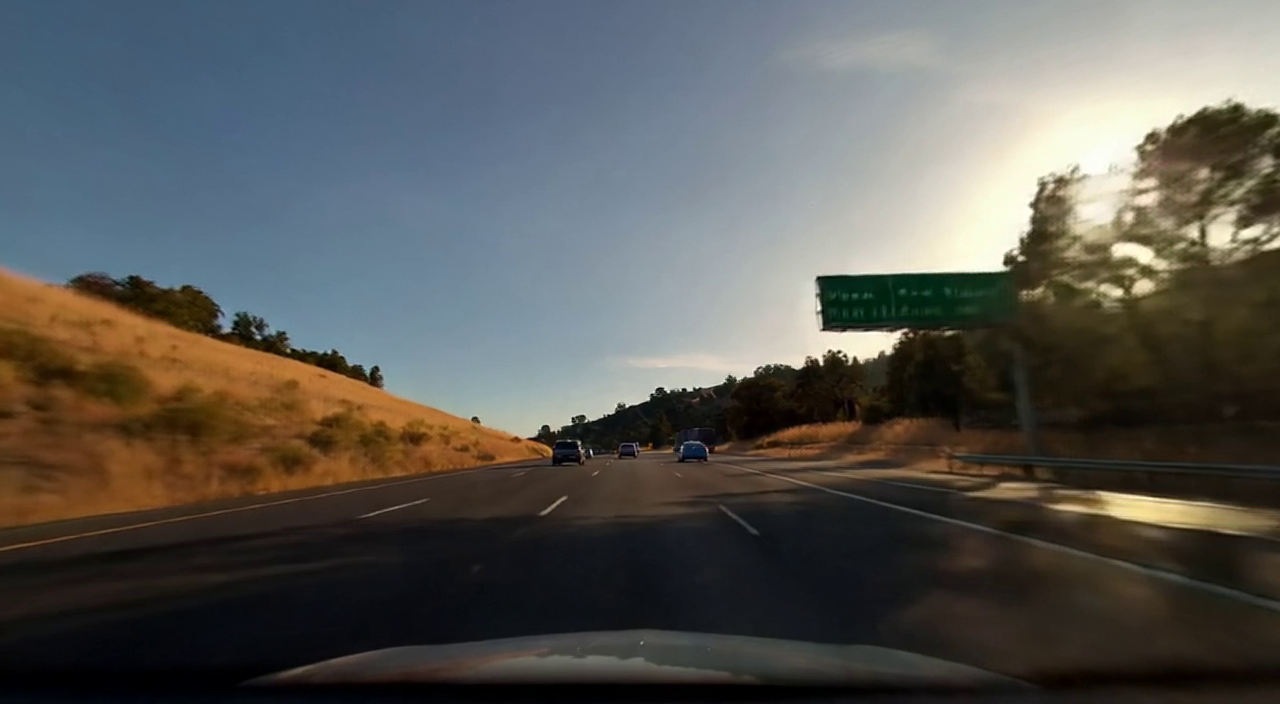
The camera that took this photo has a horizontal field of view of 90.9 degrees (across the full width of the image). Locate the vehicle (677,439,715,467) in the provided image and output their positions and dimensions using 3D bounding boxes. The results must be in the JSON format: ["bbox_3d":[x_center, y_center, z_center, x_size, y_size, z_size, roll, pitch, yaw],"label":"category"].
[{"bbox_3d":[3.589,6.549,41.230,1.995,1.712,4.206,0,-8,-2],"label":"vehicle"}]

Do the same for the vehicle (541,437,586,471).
[{"bbox_3d":[-4.398,5.913,36.869,2.120,1.855,4.619,0,-8,-1],"label":"vehicle"}]
